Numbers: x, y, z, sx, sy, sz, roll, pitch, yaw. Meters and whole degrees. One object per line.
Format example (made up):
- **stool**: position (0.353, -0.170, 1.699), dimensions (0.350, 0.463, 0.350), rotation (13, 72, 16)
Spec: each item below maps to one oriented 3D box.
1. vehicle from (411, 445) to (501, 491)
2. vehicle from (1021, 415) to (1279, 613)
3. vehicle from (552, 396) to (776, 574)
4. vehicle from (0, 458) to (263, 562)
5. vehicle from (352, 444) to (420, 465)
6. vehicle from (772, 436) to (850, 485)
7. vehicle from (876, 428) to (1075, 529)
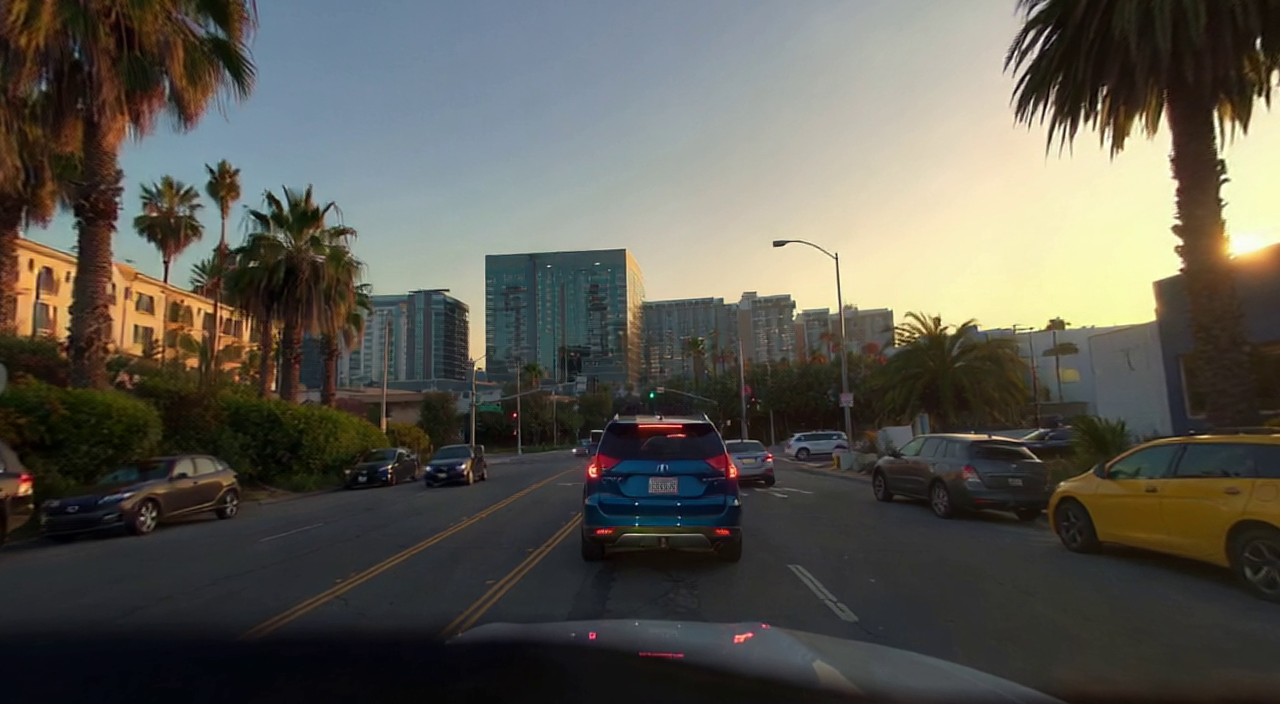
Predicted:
- **vehicle**: position (-6.585, 4.158, 23.159), dimensions (1.928, 1.475, 4.645), rotation (0, -8, 0)
- **vehicle**: position (6.435, 1.602, 6.921), dimensions (1.935, 1.672, 4.139), rotation (0, -8, 1)
- **vehicle**: position (0.258, 1.667, 8.636), dimensions (2.264, 1.798, 4.258), rotation (0, -8, 1)
- **vehicle**: position (-9.583, 2.817, 11.941), dimensions (2.054, 1.467, 4.595), rotation (-3, -9, 1)
- **vehicle**: position (-18.732, 7.550, 46.663), dimensions (1.759, 1.457, 4.297), rotation (-7, -11, 37)
- **vehicle**: position (6.547, 4.174, 24.612), dimensions (1.948, 1.729, 4.023), rotation (0, -8, 1)
- **vehicle**: position (6.663, 2.529, 13.235), dimensions (1.930, 1.736, 4.329), rotation (-1, -8, 3)
